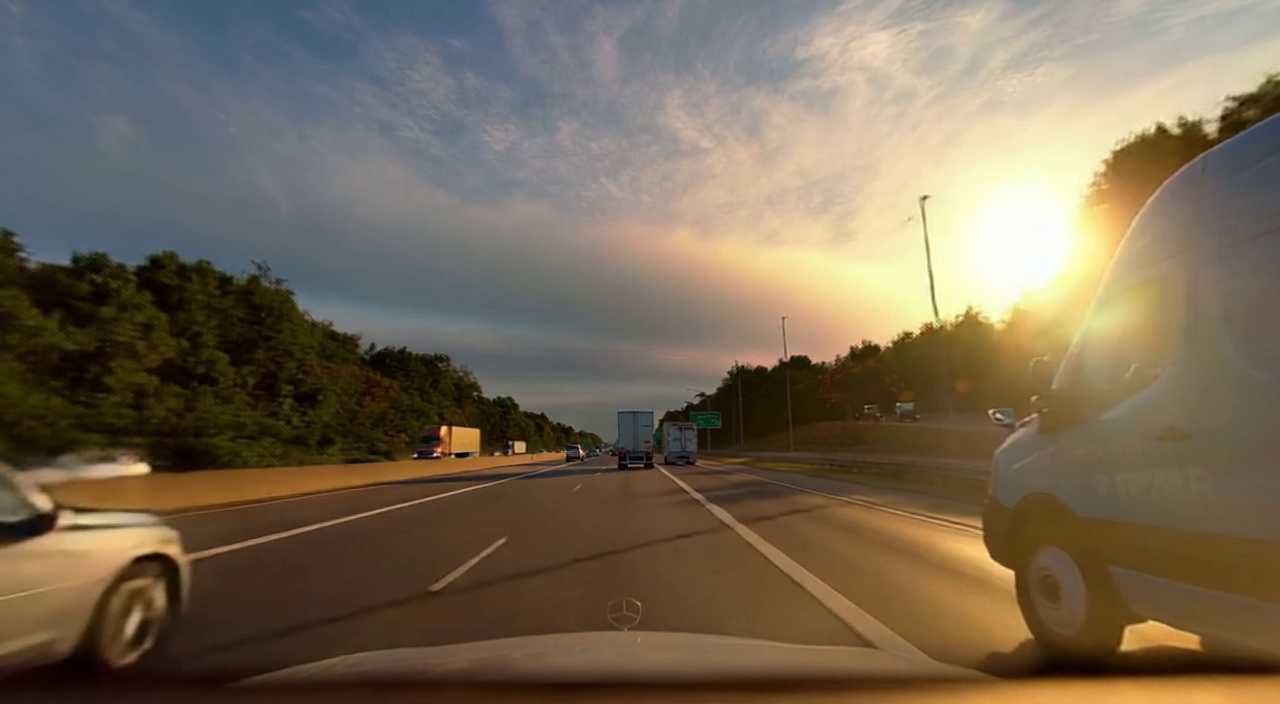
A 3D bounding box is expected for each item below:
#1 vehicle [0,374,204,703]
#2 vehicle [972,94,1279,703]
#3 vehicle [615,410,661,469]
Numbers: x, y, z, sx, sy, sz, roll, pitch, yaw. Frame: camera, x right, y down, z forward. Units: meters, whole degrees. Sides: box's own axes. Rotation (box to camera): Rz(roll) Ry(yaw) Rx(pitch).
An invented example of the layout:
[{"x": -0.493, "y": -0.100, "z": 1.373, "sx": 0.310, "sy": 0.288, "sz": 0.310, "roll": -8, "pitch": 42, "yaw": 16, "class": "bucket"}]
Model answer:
[{"x": -3.773, "y": 0.754, "z": 1.529, "sx": 2.175, "sy": 1.646, "sz": 4.525, "roll": 0, "pitch": -9, "yaw": 0, "class": "vehicle"}, {"x": 3.671, "y": 0.205, "z": 1.466, "sx": 2.338, "sy": 2.690, "sz": 6.025, "roll": 0, "pitch": -9, "yaw": -1, "class": "vehicle"}, {"x": -0.188, "y": 6.947, "z": 49.519, "sx": 3.201, "sy": 4.019, "sz": 10.918, "roll": 0, "pitch": -9, "yaw": 0, "class": "vehicle"}]
